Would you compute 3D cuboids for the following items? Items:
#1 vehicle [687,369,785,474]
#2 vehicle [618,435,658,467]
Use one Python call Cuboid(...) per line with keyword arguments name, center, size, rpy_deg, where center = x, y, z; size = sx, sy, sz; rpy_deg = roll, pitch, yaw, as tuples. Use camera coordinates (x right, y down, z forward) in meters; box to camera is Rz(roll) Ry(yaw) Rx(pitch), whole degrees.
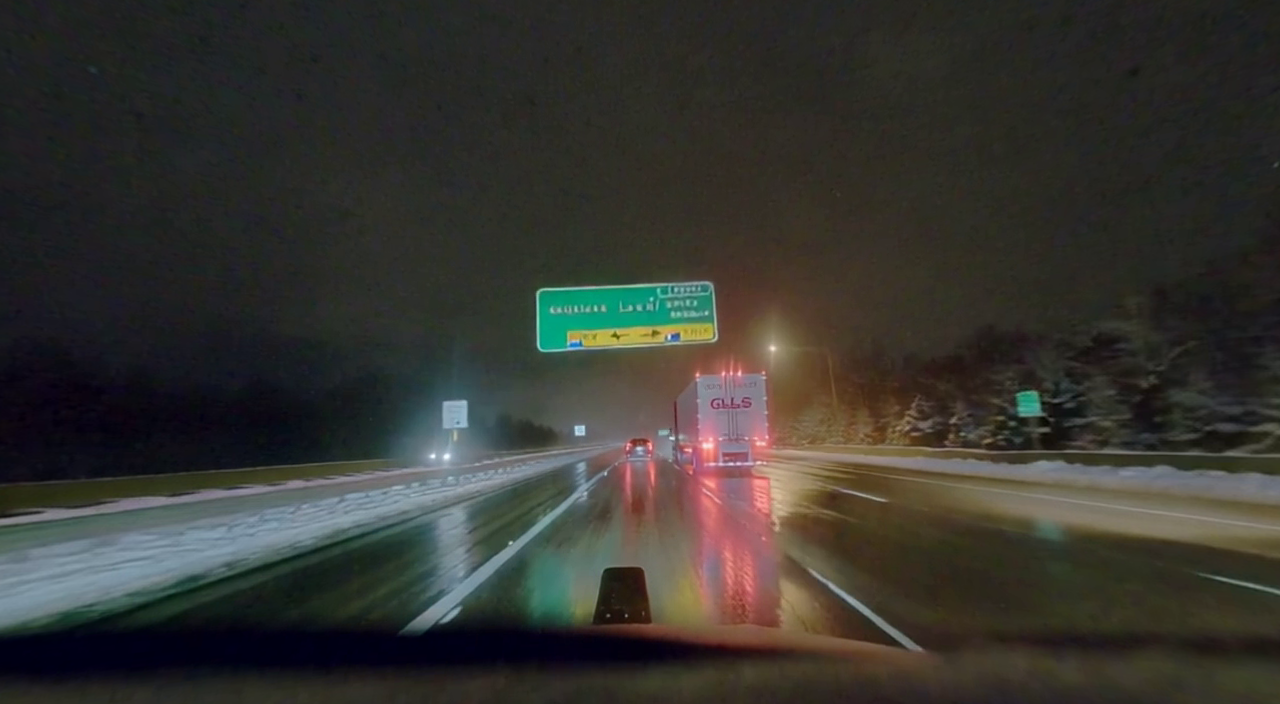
Cuboid(name="vehicle", center=(4.089, 3.415, 29.683), size=(3.014, 4.068, 10.359), rpy_deg=(0, -8, 0))
Cuboid(name="vehicle", center=(-0.106, 5.436, 34.844), size=(2.050, 1.654, 4.192), rpy_deg=(0, -8, 0))
